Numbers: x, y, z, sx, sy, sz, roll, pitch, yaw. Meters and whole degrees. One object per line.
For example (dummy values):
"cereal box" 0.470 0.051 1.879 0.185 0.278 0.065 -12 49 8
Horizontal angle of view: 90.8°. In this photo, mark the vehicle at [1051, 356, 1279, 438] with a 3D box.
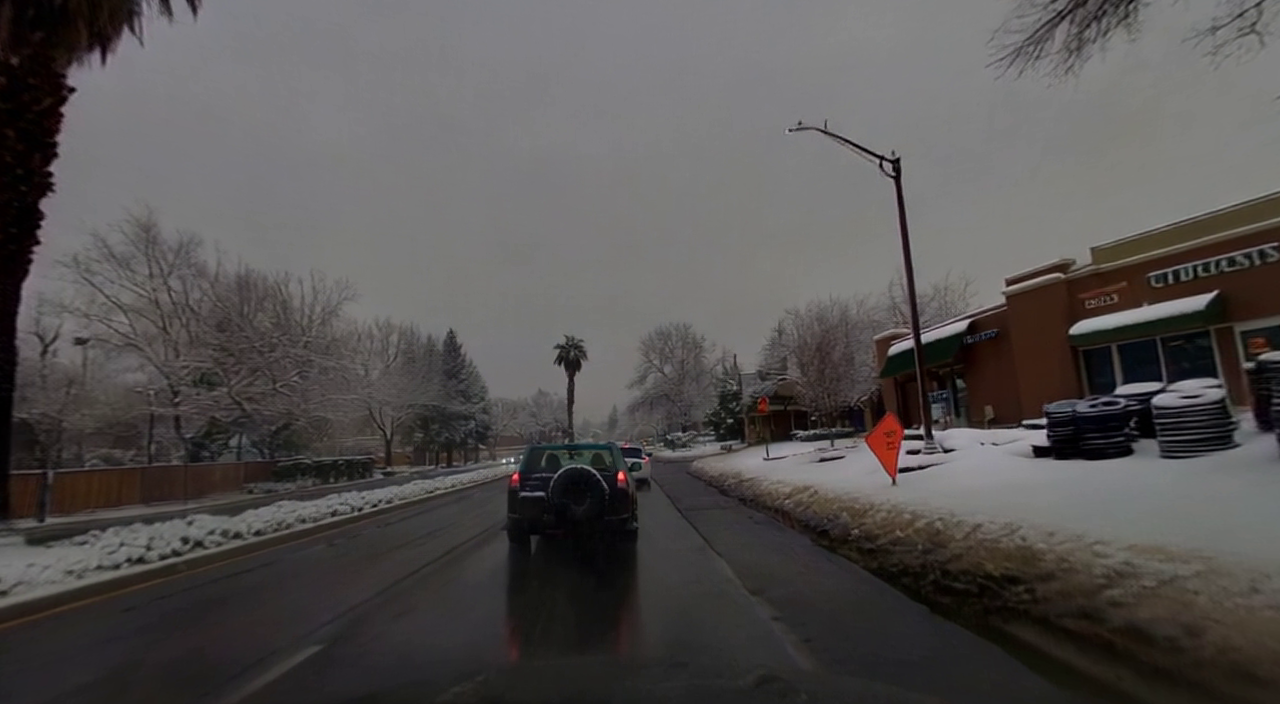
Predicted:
"vehicle" 13.383 1.340 16.623 1.854 1.693 4.798 -1 -10 0

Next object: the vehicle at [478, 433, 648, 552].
"vehicle" -1.020 2.103 10.165 2.169 1.495 4.048 0 -8 -1
